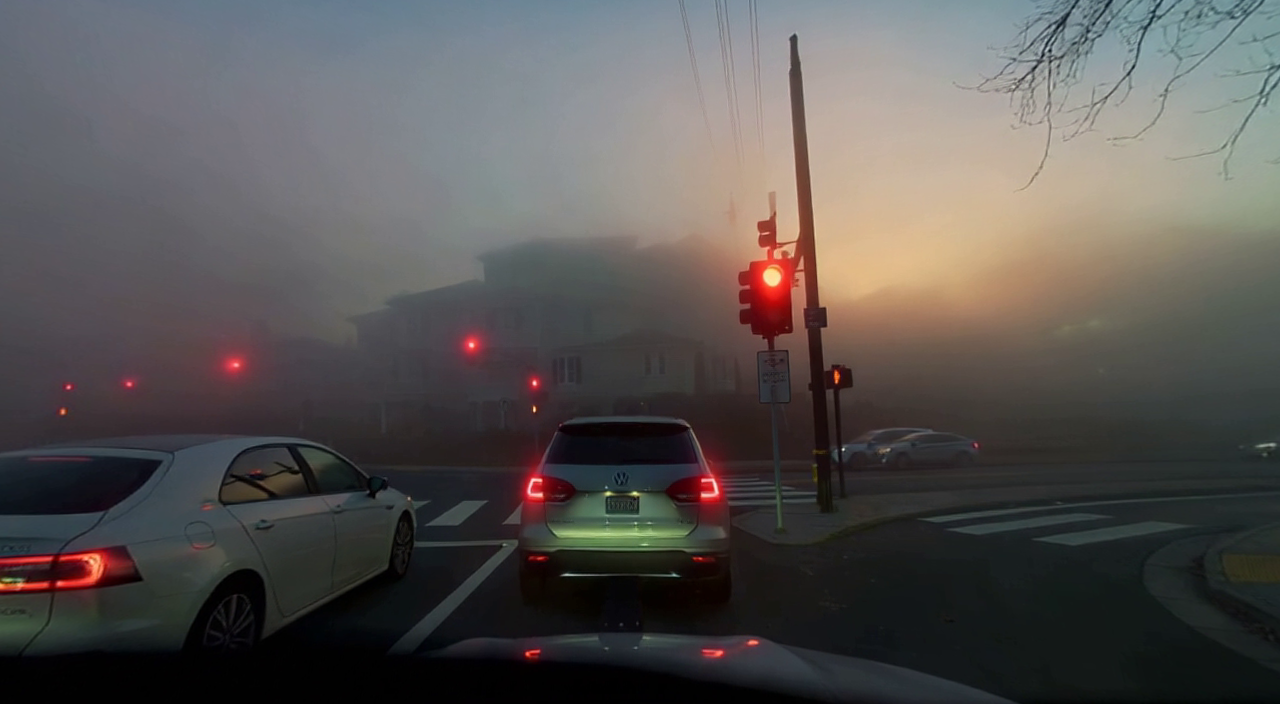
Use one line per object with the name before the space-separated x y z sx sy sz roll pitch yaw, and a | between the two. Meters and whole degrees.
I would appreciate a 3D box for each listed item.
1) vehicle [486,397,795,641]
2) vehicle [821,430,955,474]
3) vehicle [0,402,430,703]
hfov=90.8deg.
vehicle | -0.136 1.469 6.559 2.154 1.670 4.140 1 -9 -4
vehicle | 10.481 4.260 27.019 4.887 1.769 2.035 -1 -9 6
vehicle | -3.291 1.273 4.711 2.035 1.492 4.415 0 -9 -2
